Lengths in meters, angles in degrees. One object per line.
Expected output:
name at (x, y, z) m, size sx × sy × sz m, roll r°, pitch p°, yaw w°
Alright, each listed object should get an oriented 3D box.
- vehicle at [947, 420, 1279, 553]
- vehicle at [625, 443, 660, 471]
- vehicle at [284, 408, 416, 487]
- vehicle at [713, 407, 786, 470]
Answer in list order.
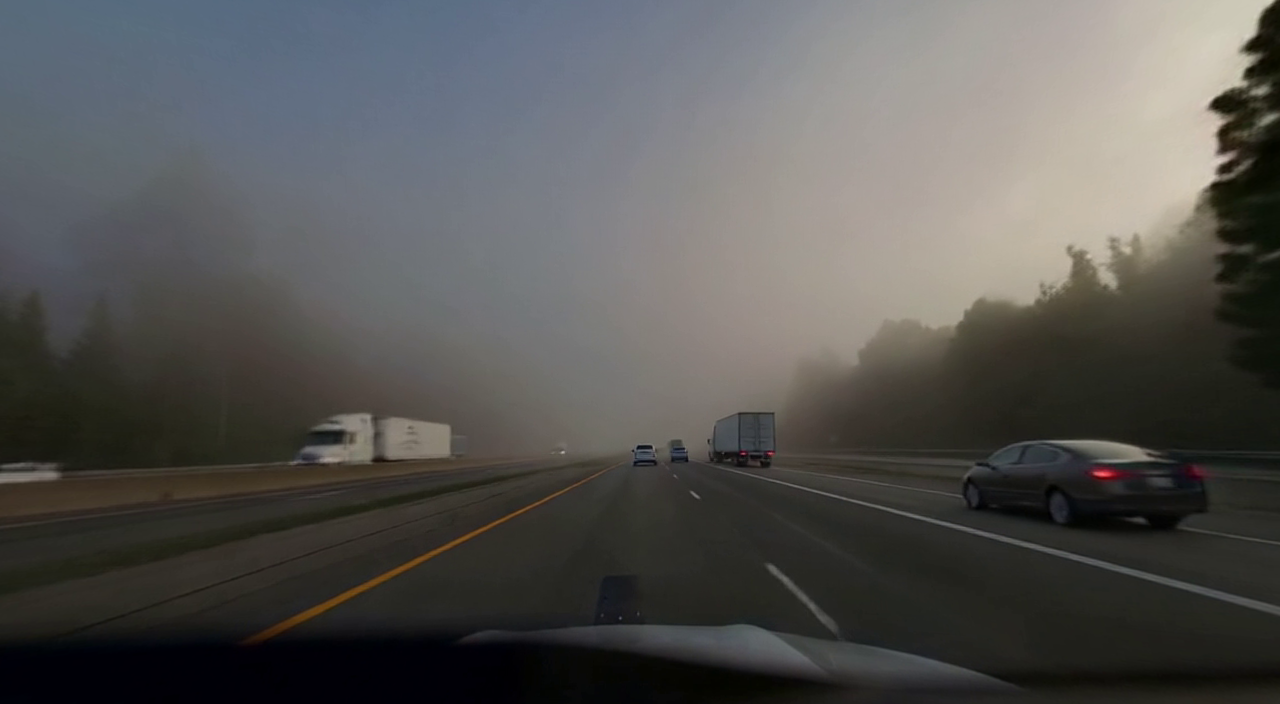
vehicle at (7.247, 2.050, 10.267) m, size 2.011 × 1.638 × 4.737 m, roll 0°, pitch -9°, yaw 0°
vehicle at (0.151, 6.659, 39.983) m, size 2.114 × 1.706 × 4.106 m, roll 0°, pitch -9°, yaw 0°
vehicle at (-16.824, 5.729, 37.645) m, size 2.898 × 4.029 × 10.158 m, roll 0°, pitch -9°, yaw 1°
vehicle at (7.936, 6.718, 47.902) m, size 3.044 × 4.073 × 14.016 m, roll 0°, pitch -9°, yaw 0°
